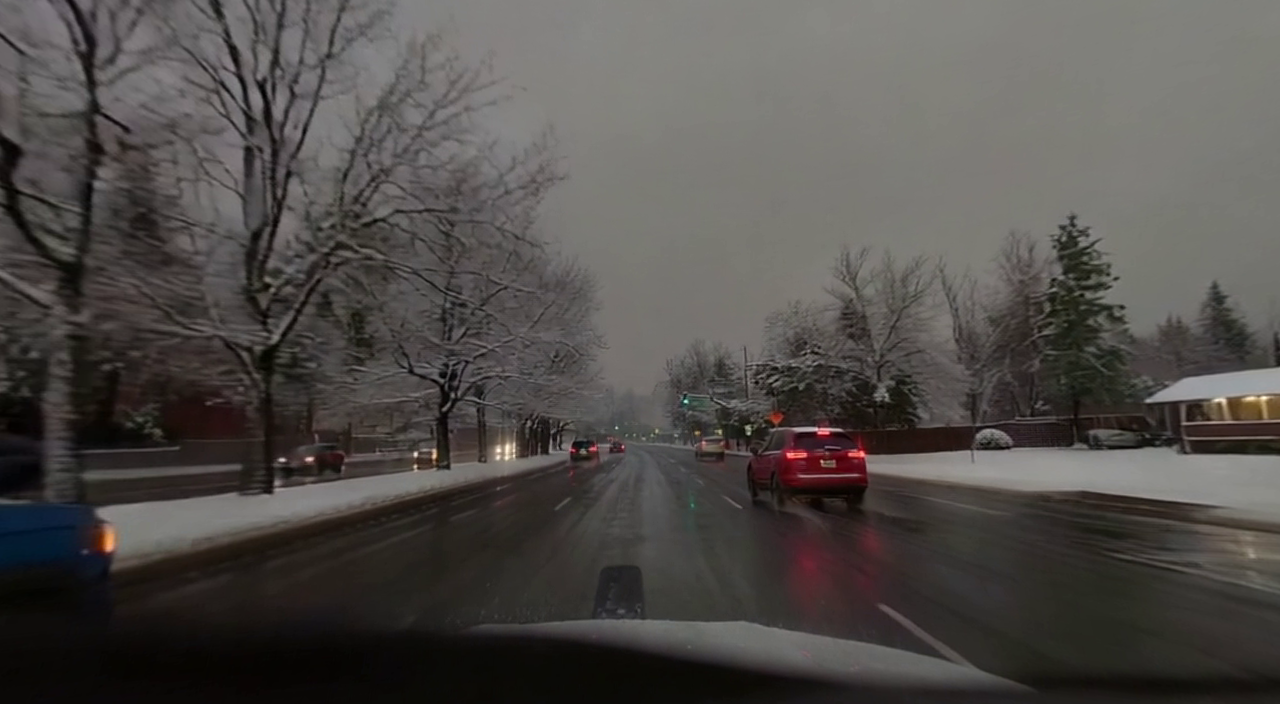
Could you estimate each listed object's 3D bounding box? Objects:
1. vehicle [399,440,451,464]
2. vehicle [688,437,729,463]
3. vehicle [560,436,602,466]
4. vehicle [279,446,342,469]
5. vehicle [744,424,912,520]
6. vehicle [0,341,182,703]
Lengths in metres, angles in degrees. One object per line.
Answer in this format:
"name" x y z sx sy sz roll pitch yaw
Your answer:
"vehicle" -15.502 7.231 45.880 2.117 1.680 4.497 0 -8 1
"vehicle" 4.517 6.503 42.056 2.169 1.669 4.037 0 -8 -1
"vehicle" -3.314 5.675 36.279 1.988 1.569 4.202 0 -8 0
"vehicle" -22.782 7.307 43.906 1.858 1.485 4.642 0 -8 0
"vehicle" 3.660 2.434 13.321 2.132 1.659 4.387 0 -8 -1
"vehicle" -3.470 0.604 0.972 2.045 1.688 4.632 0 -8 0
